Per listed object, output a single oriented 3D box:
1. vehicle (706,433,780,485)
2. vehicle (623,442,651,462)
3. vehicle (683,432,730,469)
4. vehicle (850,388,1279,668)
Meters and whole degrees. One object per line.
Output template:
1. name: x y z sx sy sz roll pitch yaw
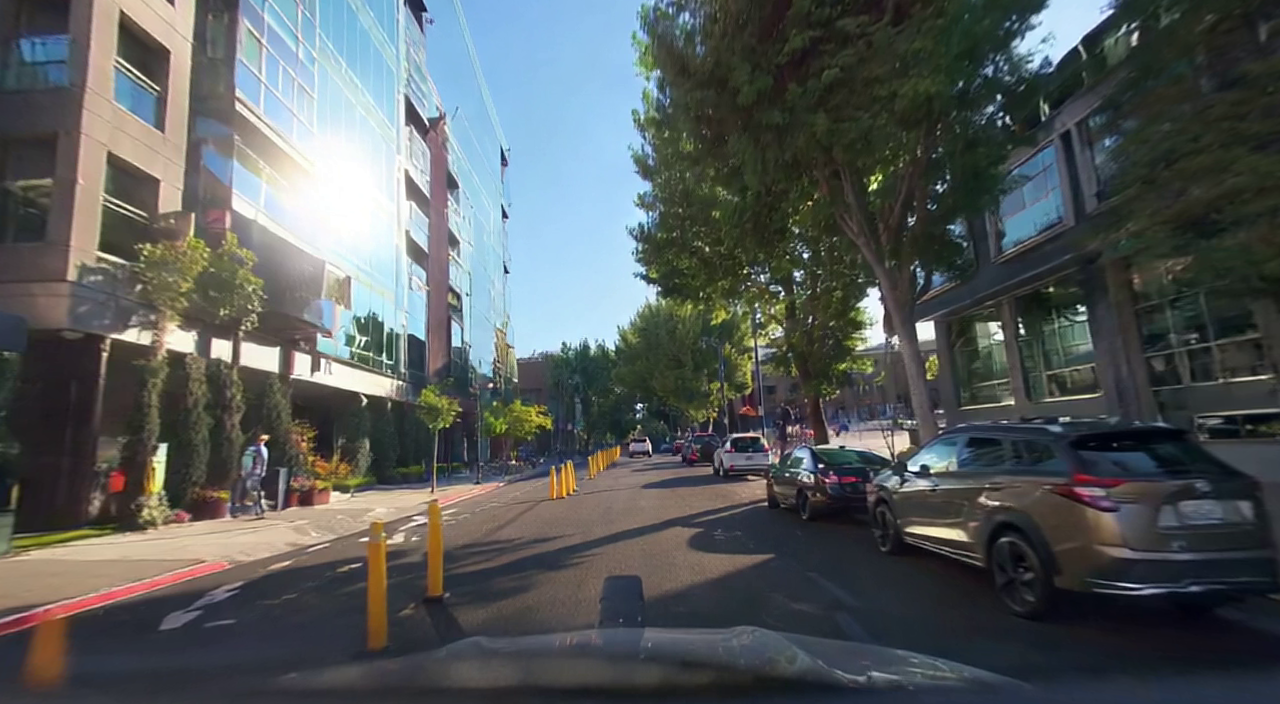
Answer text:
1. vehicle: 3.850 4.074 24.319 1.999 1.769 4.191 -1 -8 -1
2. vehicle: -0.201 7.796 49.525 2.070 1.493 4.269 0 -8 0
3. vehicle: 3.592 5.435 34.991 2.127 1.864 4.892 0 -9 1
4. vehicle: 3.793 1.390 6.149 1.918 1.674 4.464 -1 -8 0
